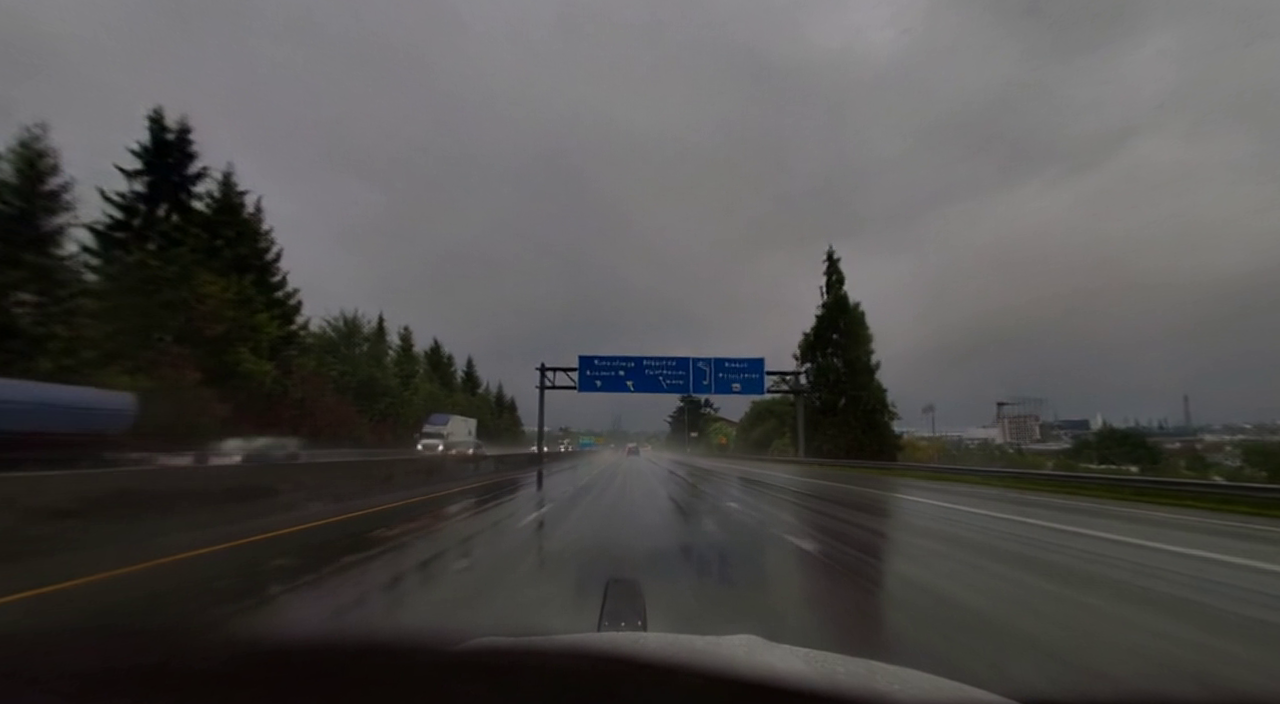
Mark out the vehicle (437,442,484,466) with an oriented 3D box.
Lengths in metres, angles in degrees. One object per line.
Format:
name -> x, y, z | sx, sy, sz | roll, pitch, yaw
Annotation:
vehicle -> -11.865, 6.784, 41.851 | 1.933, 1.477, 4.317 | 0, -9, -1

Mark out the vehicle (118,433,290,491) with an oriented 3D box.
vehicle -> -12.082, 3.083, 17.898 | 1.775, 1.404, 4.322 | 0, -9, 0
